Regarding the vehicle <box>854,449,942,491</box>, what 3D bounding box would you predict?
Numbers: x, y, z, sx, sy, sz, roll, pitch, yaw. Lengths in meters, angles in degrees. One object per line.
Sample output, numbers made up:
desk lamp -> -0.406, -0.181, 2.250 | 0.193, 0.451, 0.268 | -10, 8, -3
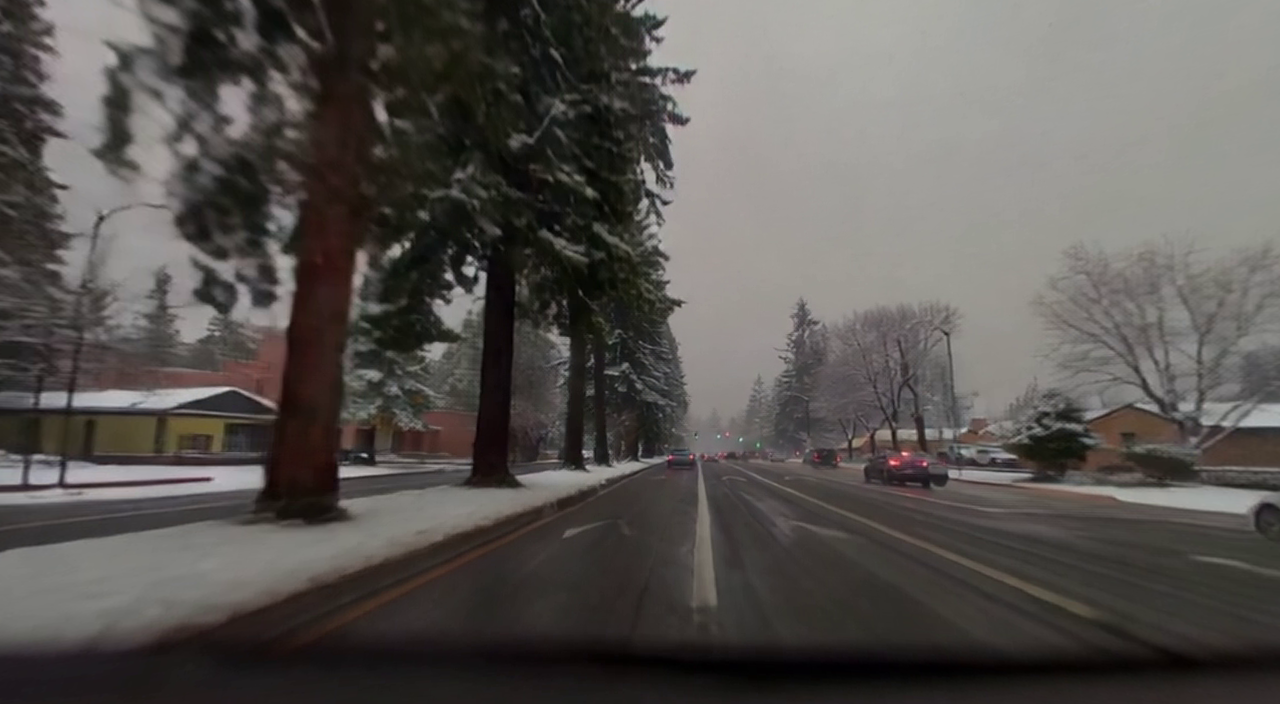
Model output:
vehicle -> 10.050, 4.601, 24.960 | 2.020, 1.472, 3.958 | -1, -9, 4

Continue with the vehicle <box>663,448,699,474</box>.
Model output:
vehicle -> 2.492, 6.586, 38.503 | 2.077, 1.477, 3.897 | -1, -9, 3
